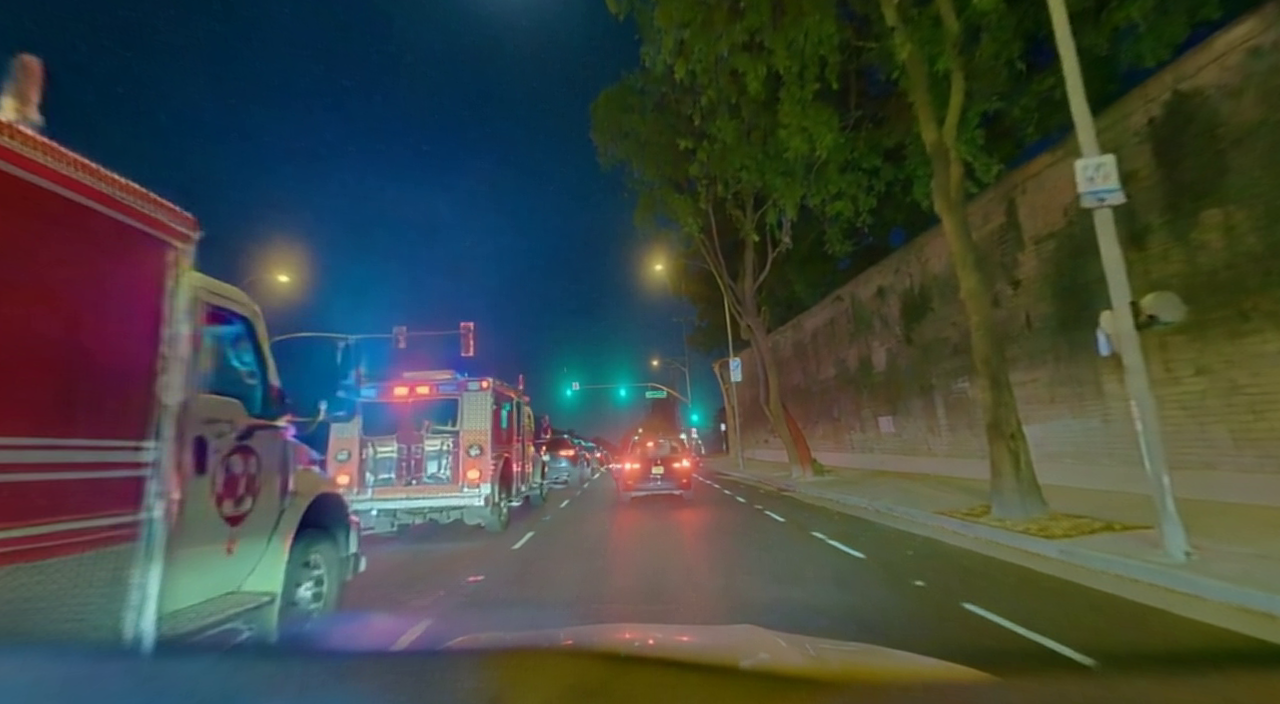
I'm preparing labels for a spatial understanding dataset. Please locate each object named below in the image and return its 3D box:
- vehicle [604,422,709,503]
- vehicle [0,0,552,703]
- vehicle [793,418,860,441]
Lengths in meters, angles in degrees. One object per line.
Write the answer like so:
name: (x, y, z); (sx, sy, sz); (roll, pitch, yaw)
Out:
vehicle: (0.252, 2.880, 16.914); (2.332, 1.831, 4.930); (0, -8, -4)
vehicle: (-3.570, 0.580, 6.760); (3.631, 3.655, 12.773); (0, -8, -1)
vehicle: (14.427, 6.000, 48.920); (4.528, 1.704, 2.073); (2, -9, -14)
